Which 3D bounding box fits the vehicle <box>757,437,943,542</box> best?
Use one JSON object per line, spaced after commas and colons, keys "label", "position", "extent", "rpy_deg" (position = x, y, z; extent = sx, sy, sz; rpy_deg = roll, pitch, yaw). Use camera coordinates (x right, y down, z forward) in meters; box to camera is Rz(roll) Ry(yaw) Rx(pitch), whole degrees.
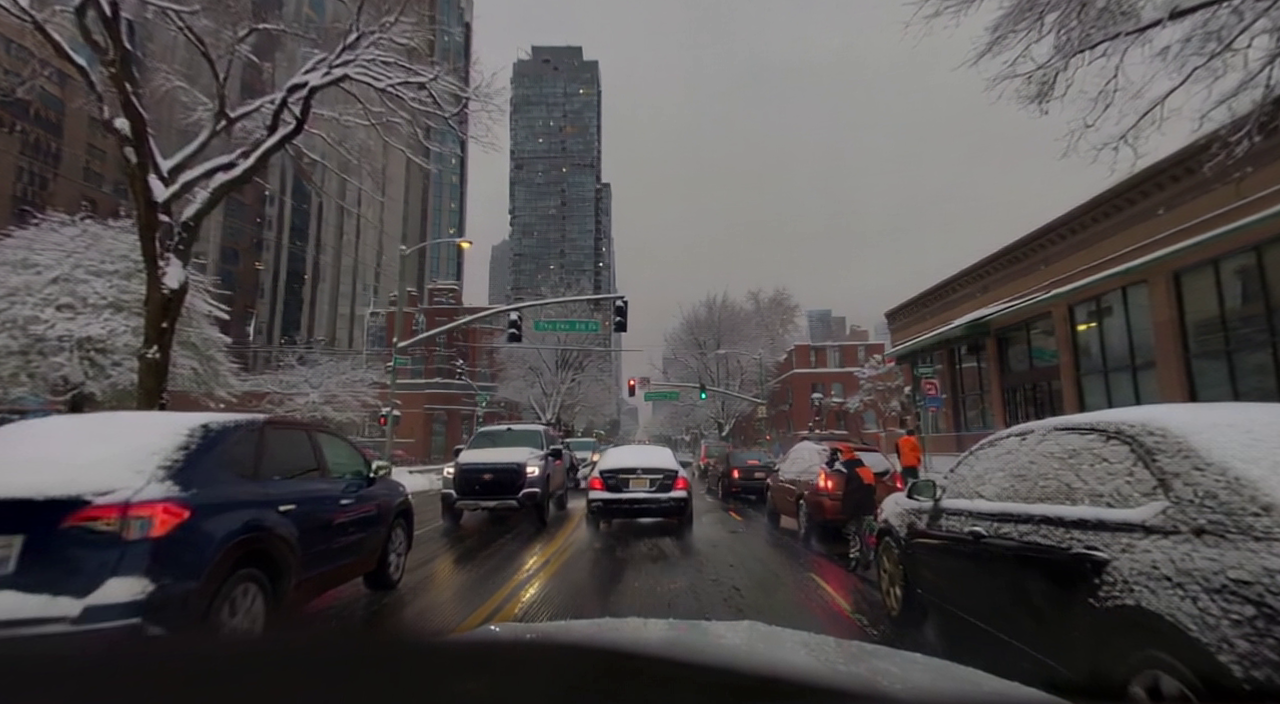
{"label": "vehicle", "position": [3.569, 2.393, 11.756], "extent": [1.973, 1.537, 4.533], "rpy_deg": [0, -8, 1]}

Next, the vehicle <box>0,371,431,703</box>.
{"label": "vehicle", "position": [-3.417, 1.273, 5.115], "extent": [2.046, 1.744, 4.407], "rpy_deg": [0, -8, -2]}

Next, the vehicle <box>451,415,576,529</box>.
{"label": "vehicle", "position": [-2.501, 2.449, 13.386], "extent": [1.683, 2.039, 3.703], "rpy_deg": [0, -8, 3]}

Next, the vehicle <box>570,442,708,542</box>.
{"label": "vehicle", "position": [0.009, 2.348, 11.259], "extent": [2.031, 1.461, 3.763], "rpy_deg": [0, -8, 1]}

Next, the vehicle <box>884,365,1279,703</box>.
{"label": "vehicle", "position": [3.344, 1.079, 3.659], "extent": [2.179, 1.631, 4.173], "rpy_deg": [0, -8, 0]}
